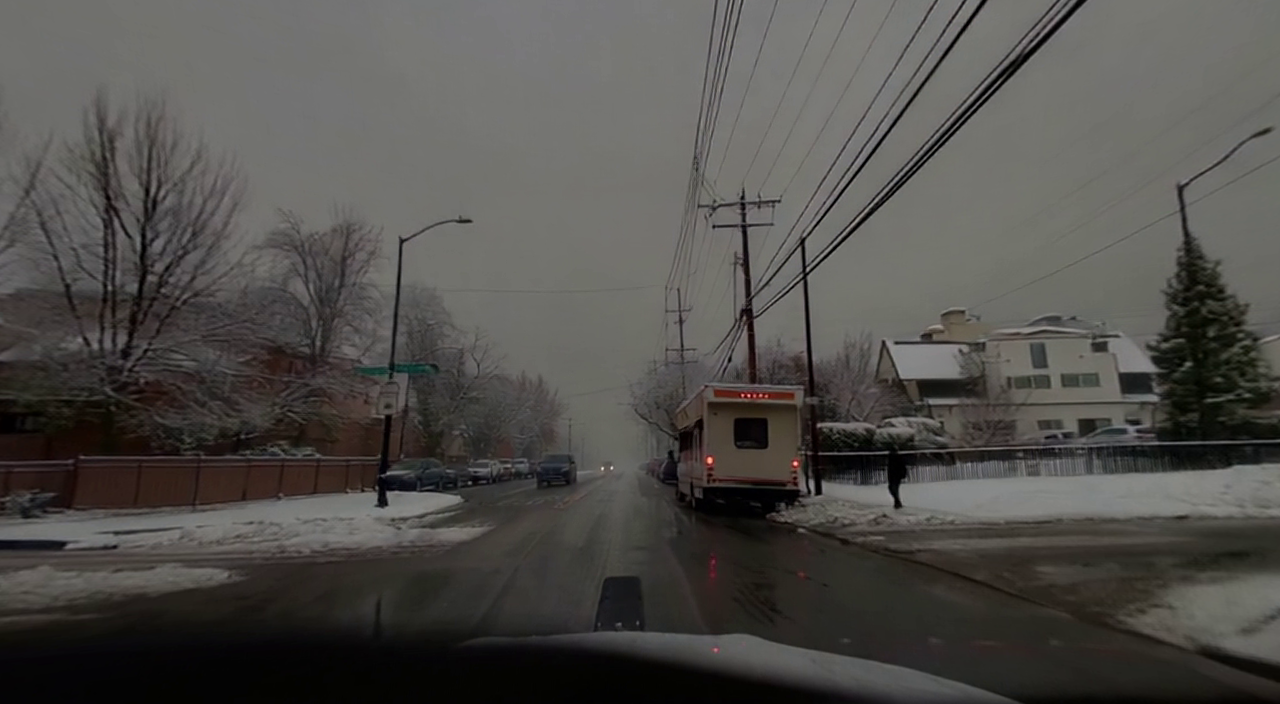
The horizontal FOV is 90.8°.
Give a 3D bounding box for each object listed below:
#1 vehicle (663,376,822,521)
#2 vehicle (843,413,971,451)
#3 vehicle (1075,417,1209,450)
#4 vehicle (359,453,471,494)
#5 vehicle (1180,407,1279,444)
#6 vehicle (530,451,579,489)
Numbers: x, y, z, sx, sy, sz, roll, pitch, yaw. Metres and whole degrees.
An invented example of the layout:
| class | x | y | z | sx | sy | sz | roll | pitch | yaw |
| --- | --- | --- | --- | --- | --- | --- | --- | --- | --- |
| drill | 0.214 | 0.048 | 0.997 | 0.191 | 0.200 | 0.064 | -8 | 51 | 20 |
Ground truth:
| class | x | y | z | sx | sy | sz | roll | pitch | yaw |
| --- | --- | --- | --- | --- | --- | --- | --- | --- | --- |
| vehicle | 2.507 | 2.794 | 18.546 | 2.886 | 3.321 | 7.809 | 0 | -9 | -3 |
| vehicle | 10.770 | 3.270 | 25.720 | 4.396 | 1.459 | 1.749 | 0 | -8 | -3 |
| vehicle | 22.942 | 3.771 | 28.994 | 4.641 | 1.441 | 1.745 | 0 | -9 | 0 |
| vehicle | -11.326 | 6.096 | 32.005 | 5.093 | 1.855 | 2.338 | 3 | -10 | -20 |
| vehicle | 28.055 | 3.417 | 29.210 | 4.413 | 1.608 | 1.858 | 0 | -9 | -2 |
| vehicle | -4.203 | 5.851 | 31.639 | 1.952 | 1.708 | 4.096 | 0 | -9 | -1 |
